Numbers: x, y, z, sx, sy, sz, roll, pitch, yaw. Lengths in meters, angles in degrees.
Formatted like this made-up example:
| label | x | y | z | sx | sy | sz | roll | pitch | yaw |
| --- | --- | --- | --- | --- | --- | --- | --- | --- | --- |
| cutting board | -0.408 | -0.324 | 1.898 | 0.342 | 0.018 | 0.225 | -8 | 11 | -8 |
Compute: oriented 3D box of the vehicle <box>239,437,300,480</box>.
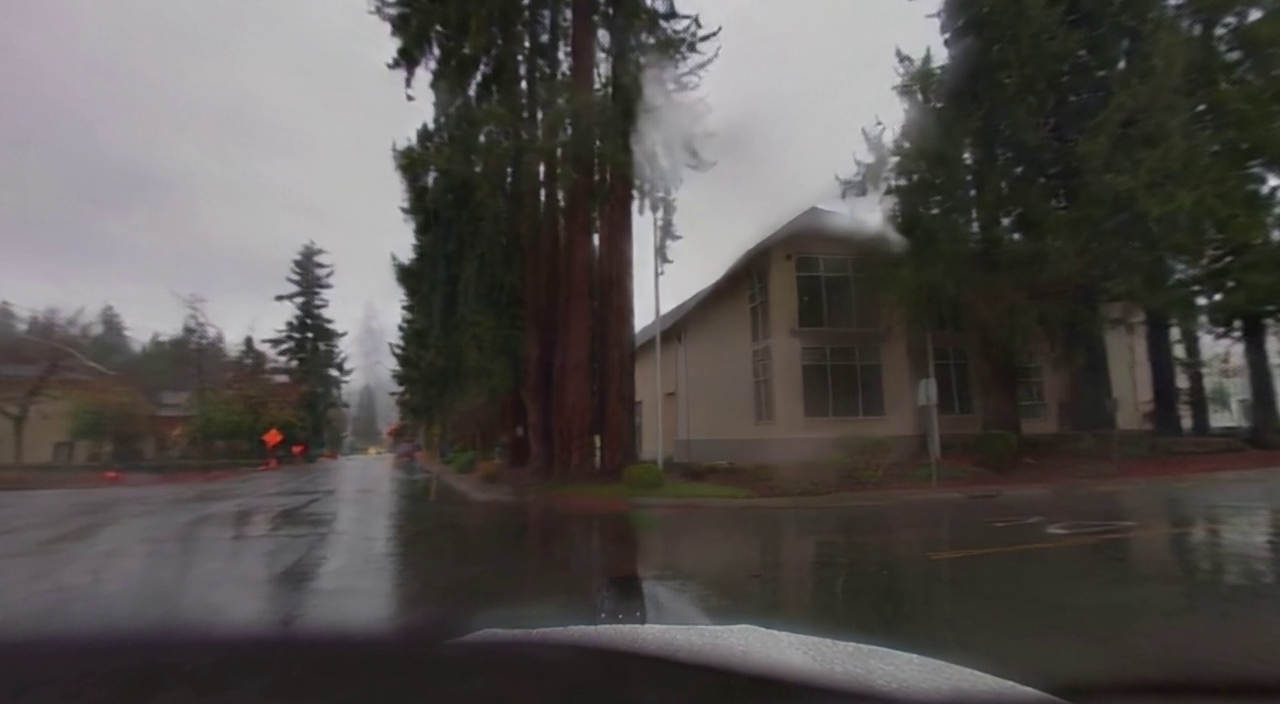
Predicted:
| label | x | y | z | sx | sy | sz | roll | pitch | yaw |
| --- | --- | --- | --- | --- | --- | --- | --- | --- | --- |
| vehicle | -27.994 | 8.002 | 48.073 | 2.510 | 2.889 | 6.493 | 1 | -7 | -17 |
